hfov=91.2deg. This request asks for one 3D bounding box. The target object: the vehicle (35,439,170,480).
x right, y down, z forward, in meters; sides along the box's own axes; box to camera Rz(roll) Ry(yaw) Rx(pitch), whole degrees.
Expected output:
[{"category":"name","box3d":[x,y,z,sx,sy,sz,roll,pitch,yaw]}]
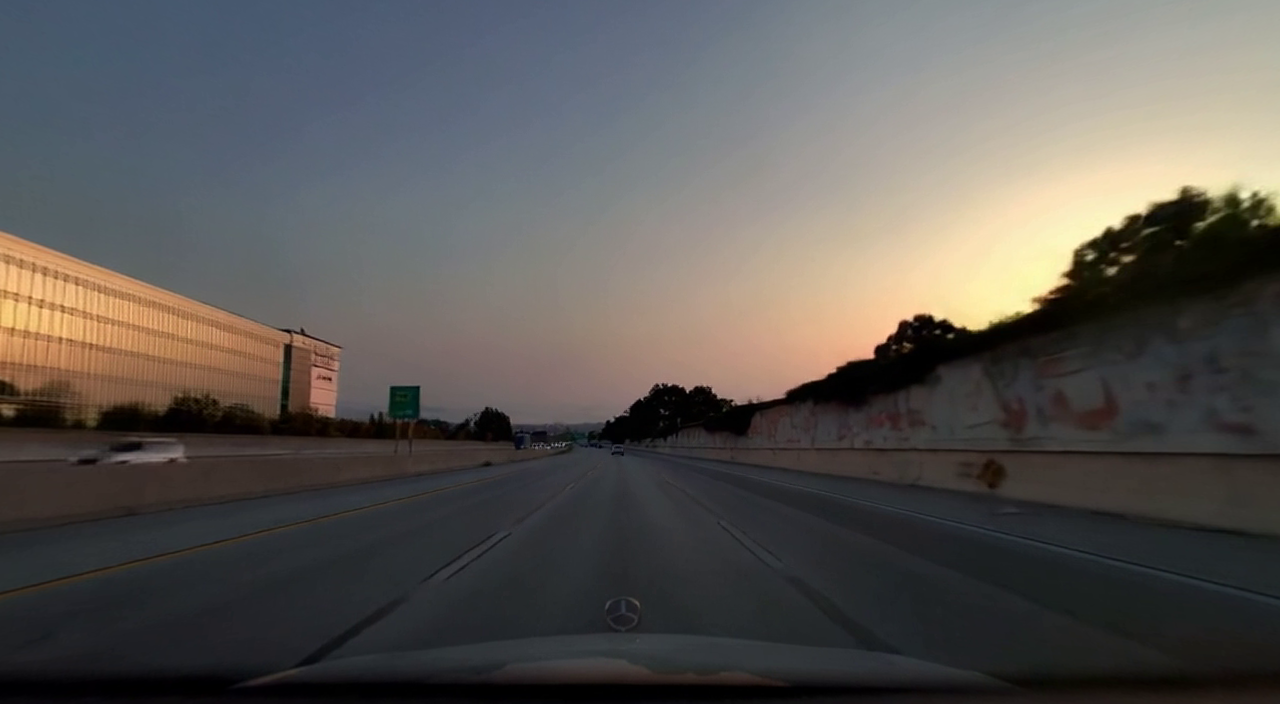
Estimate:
[{"category":"vehicle","box3d":[-21.025,4.223,24.757,1.816,1.477,3.941,0,-9,0]}]
